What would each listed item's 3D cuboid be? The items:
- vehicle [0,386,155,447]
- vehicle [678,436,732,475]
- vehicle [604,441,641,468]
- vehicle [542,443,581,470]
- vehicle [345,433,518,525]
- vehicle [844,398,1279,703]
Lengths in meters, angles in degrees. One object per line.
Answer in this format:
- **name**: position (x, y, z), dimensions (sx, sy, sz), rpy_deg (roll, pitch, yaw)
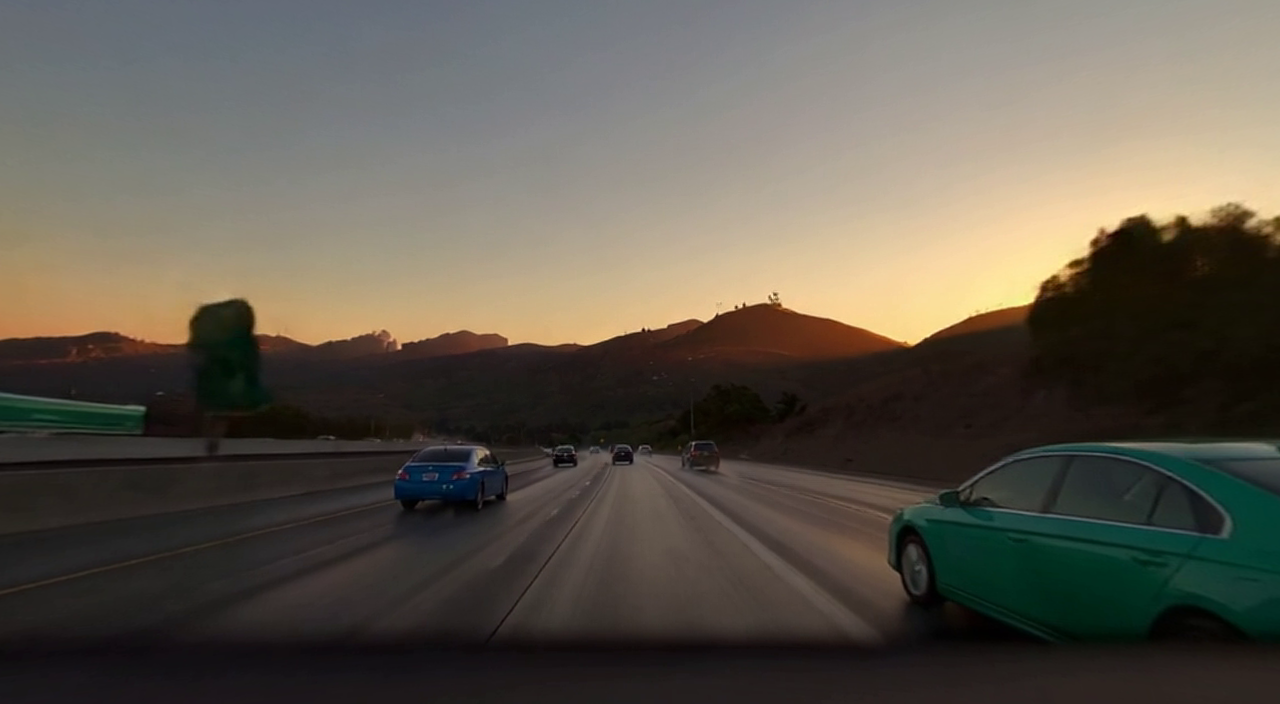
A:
- **vehicle**: position (-44.313, 5.160, 47.606), dimensions (2.886, 4.000, 16.408), rpy_deg (1, -9, -2)
- **vehicle**: position (3.262, 5.335, 32.614), dimensions (2.222, 1.820, 4.733), rpy_deg (0, -9, -1)
- **vehicle**: position (-1.053, 6.306, 38.953), dimensions (2.147, 1.572, 4.094), rpy_deg (0, -9, -1)
- **vehicle**: position (-4.547, 6.096, 36.971), dimensions (1.796, 1.464, 3.839), rpy_deg (0, -9, -1)
- **vehicle**: position (-3.915, 2.448, 12.714), dimensions (1.993, 1.500, 4.248), rpy_deg (0, -9, 1)
- **vehicle**: position (3.170, 1.213, 4.023), dimensions (2.136, 1.511, 4.706), rpy_deg (0, -9, 0)
